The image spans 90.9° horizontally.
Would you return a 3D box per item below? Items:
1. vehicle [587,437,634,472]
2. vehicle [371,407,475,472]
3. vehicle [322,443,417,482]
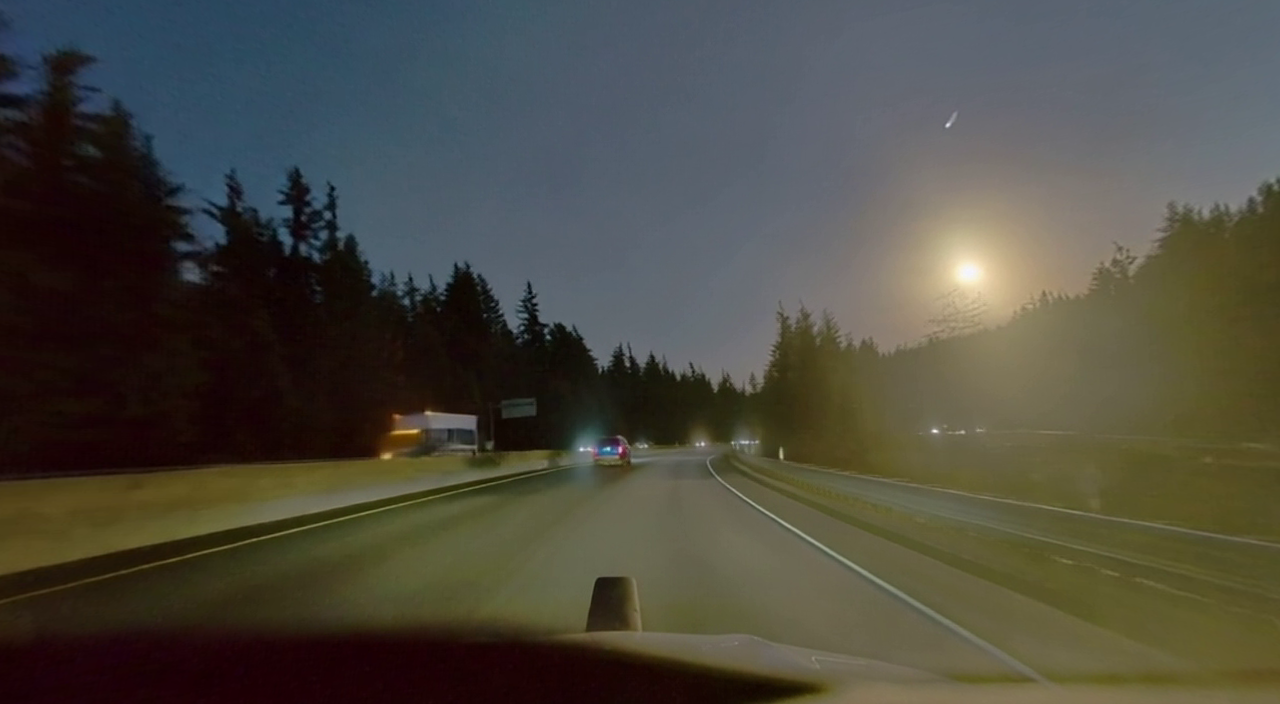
[{"bbox_3d":[-1.552,5.606,34.756,2.005,1.752,4.479,-1,-8,5],"label":"vehicle"},{"bbox_3d":[-15.577,6.471,46.476,3.236,4.237,10.335,-1,-8,4],"label":"vehicle"},{"bbox_3d":[-12.705,5.202,30.032,2.182,1.669,4.609,-1,-8,5],"label":"vehicle"}]
